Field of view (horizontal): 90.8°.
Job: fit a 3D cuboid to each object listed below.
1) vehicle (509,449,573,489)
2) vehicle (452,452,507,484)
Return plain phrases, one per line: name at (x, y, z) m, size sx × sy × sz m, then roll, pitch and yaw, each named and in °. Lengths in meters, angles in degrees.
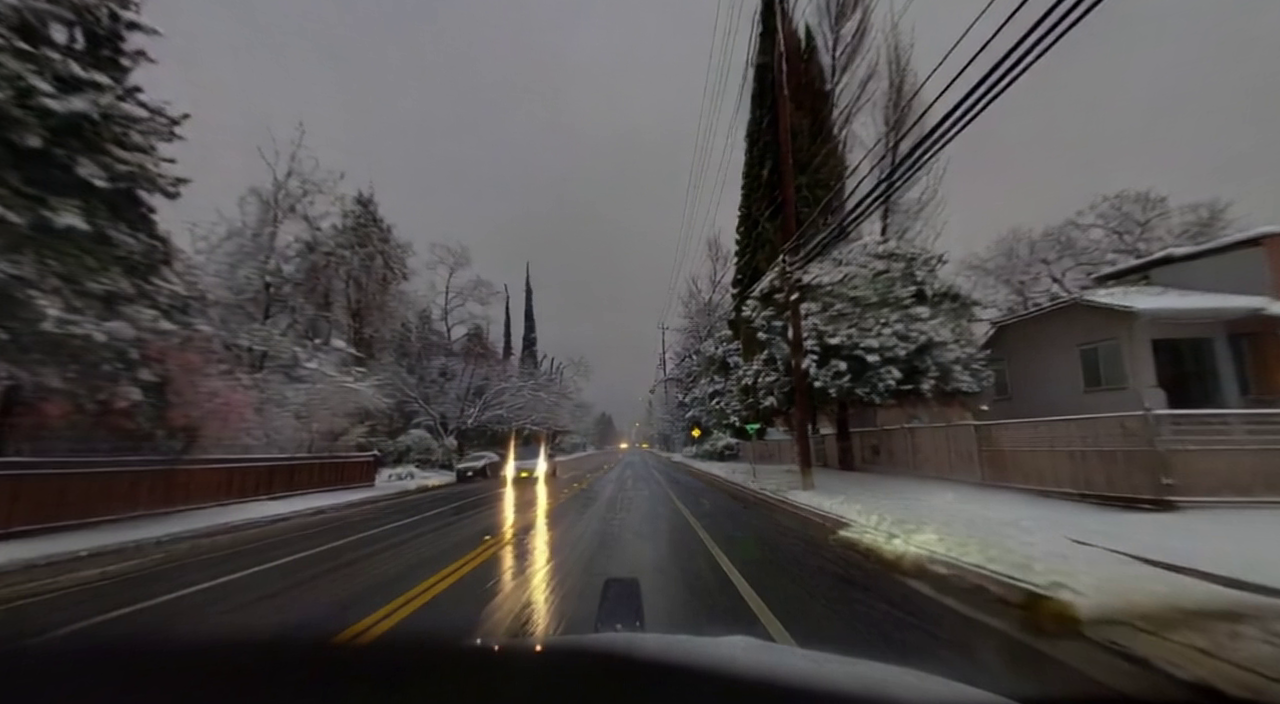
vehicle at (-3.971, 4.758, 26.035) m, size 1.889 × 1.503 × 4.232 m, roll 0°, pitch -9°, yaw 1°
vehicle at (-9.896, 7.159, 39.306) m, size 2.269 × 1.861 × 4.422 m, roll 0°, pitch -9°, yaw 0°
